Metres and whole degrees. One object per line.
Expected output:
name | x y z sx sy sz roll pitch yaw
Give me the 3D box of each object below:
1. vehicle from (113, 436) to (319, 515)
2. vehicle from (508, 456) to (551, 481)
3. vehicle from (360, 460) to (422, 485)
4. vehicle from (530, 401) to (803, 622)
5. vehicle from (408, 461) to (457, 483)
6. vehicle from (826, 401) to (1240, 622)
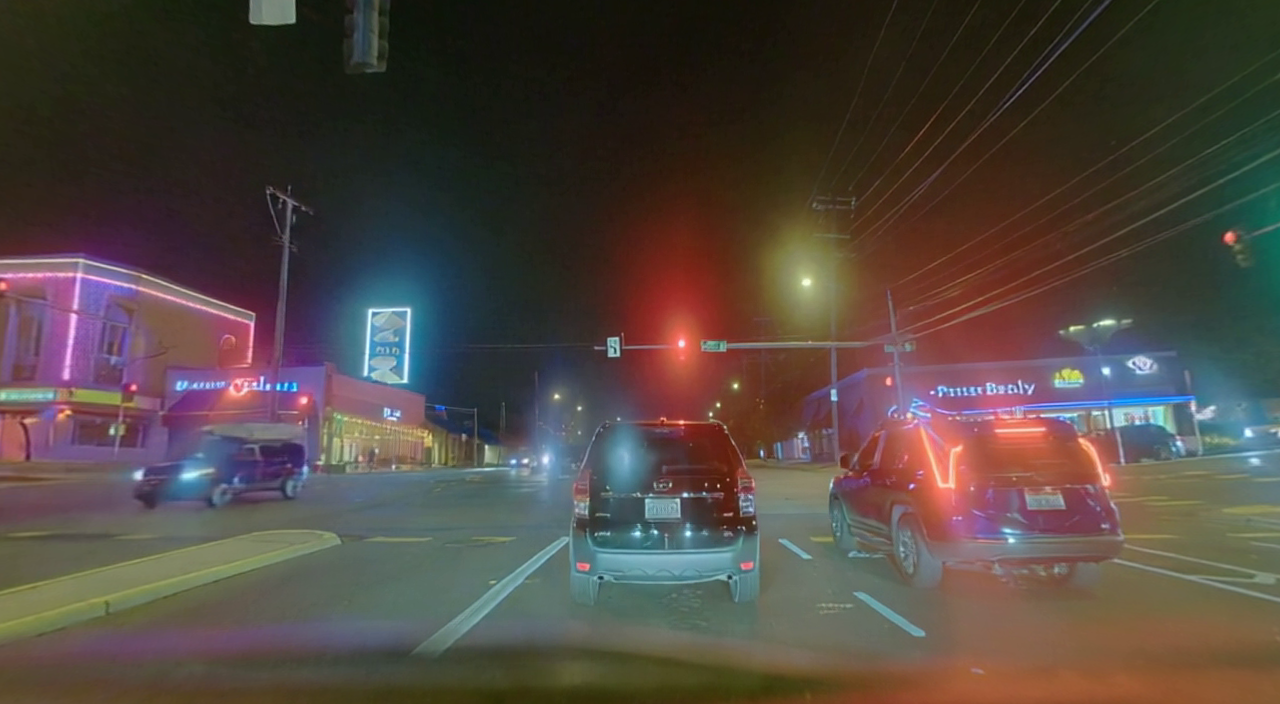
vehicle | -10.925 3.183 16.818 2.029 1.776 4.711 -1 -8 3
vehicle | -8.398 8.839 48.202 2.023 1.713 4.451 -1 -8 6
vehicle | -16.234 7.855 41.429 1.872 1.433 4.404 -1 -8 6
vehicle | 0.258 1.509 6.829 2.098 1.682 3.778 0 -8 2
vehicle | -15.483 8.961 47.269 1.875 1.475 4.449 -1 -8 5
vehicle | 3.616 1.523 6.976 1.976 1.664 4.189 -1 -8 2
